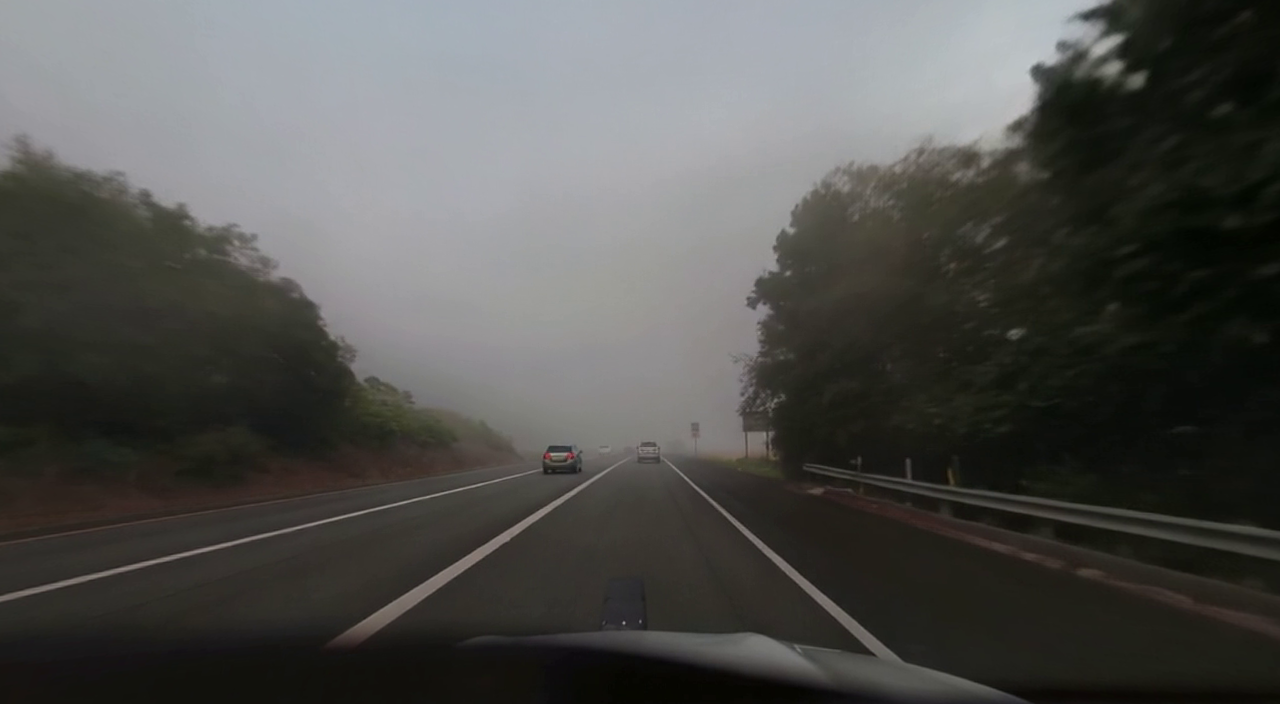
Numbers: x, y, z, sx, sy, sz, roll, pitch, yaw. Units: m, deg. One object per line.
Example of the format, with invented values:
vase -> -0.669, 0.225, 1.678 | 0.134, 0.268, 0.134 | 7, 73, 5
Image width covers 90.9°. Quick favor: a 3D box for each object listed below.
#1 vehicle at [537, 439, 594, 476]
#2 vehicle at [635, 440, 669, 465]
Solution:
vehicle -> -3.418, 4.966, 29.919 | 2.028, 1.634, 4.441 | 0, -8, 2
vehicle -> 0.828, 6.998, 44.068 | 2.259, 1.697, 4.106 | 0, -8, 1
